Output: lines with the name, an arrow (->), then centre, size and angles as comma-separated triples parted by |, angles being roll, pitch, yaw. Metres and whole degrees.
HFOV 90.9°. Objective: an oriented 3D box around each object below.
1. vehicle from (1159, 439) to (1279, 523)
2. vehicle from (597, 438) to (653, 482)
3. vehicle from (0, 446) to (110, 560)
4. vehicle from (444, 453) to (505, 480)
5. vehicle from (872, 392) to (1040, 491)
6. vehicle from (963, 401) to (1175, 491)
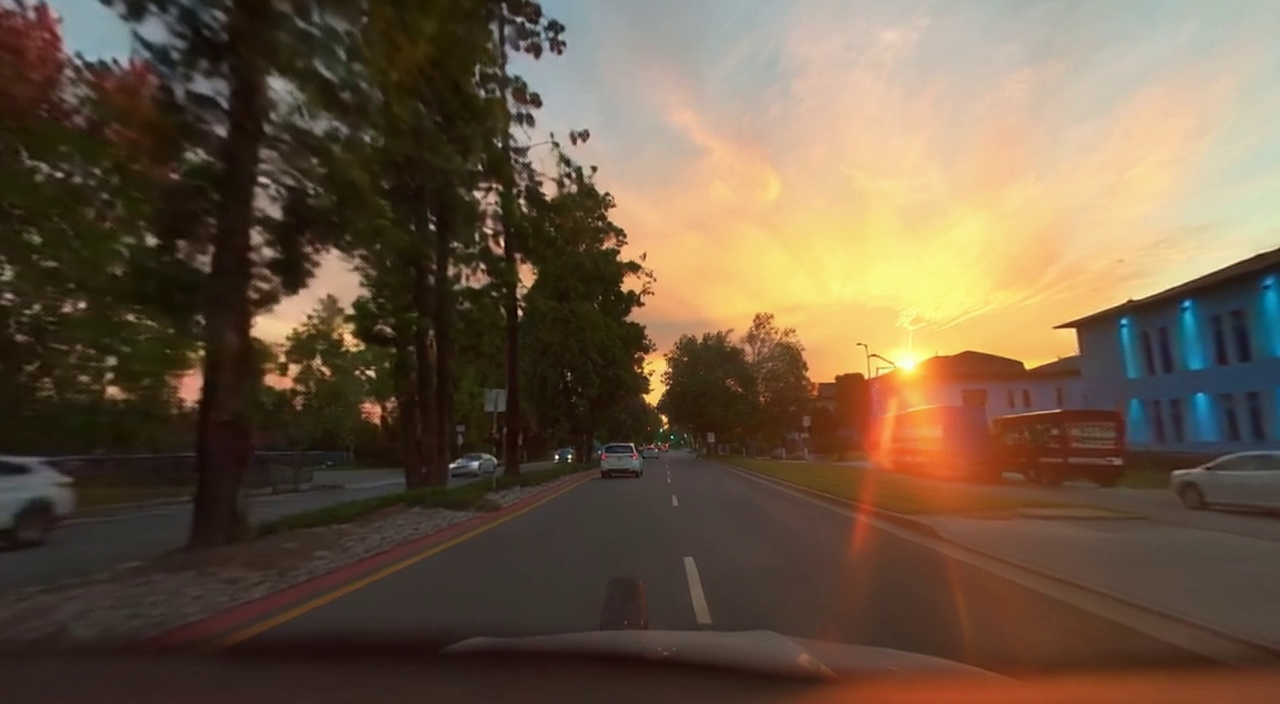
vehicle -> 13.341, 2.652, 13.168 | 1.686, 1.467, 3.955 | -4, -7, 3
vehicle -> -0.548, 4.665, 27.469 | 2.129, 1.713, 4.314 | 0, -9, 3
vehicle -> -11.124, 2.317, 9.518 | 1.997, 1.775, 4.585 | 0, -9, 4
vehicle -> -9.693, 6.718, 37.244 | 1.937, 1.465, 4.506 | -1, -9, 7
vehicle -> 14.213, 4.199, 29.877 | 2.794, 3.710, 10.785 | -3, -8, 3
vehicle -> 13.443, 3.053, 20.673 | 2.507, 2.441, 6.959 | -1, -8, 5
